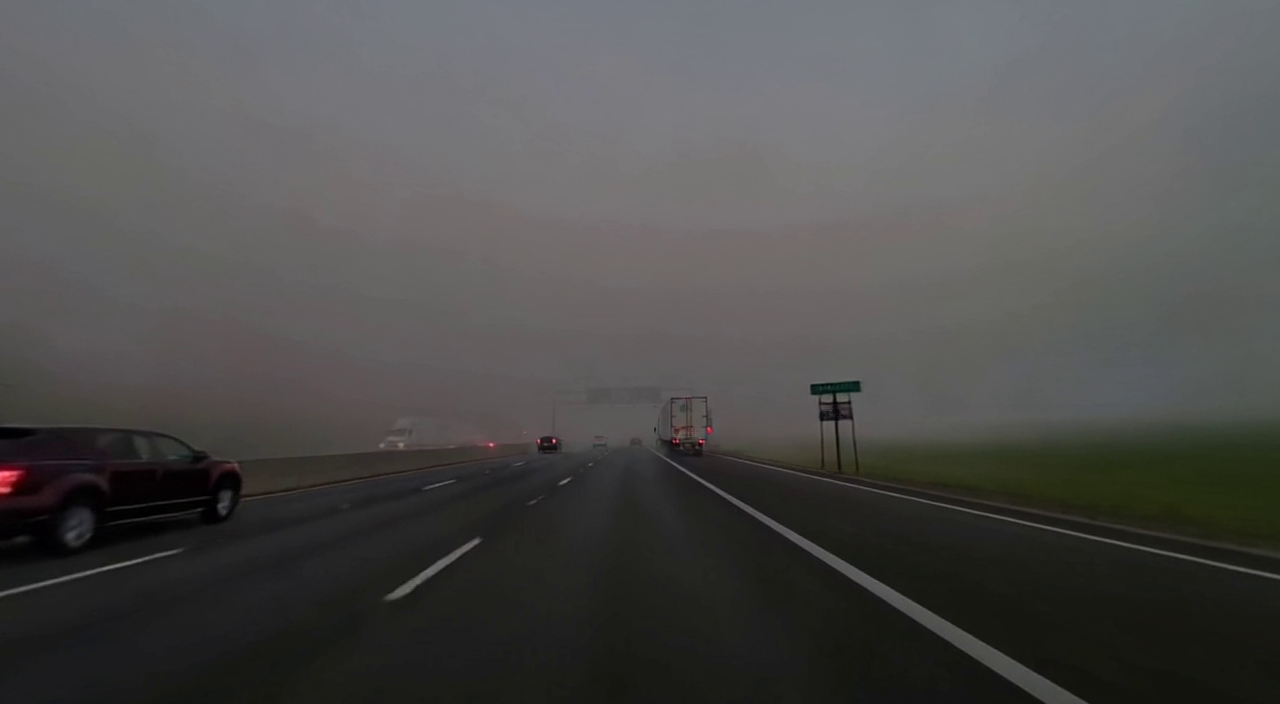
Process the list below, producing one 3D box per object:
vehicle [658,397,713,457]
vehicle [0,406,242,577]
[{"bbox_3d":[3.006,5.446,45.267,2.760,3.710,12.230,0,-7,-1],"label":"vehicle"},{"bbox_3d":[-7.211,1.525,7.393,2.076,1.636,4.597,0,-8,0],"label":"vehicle"}]
